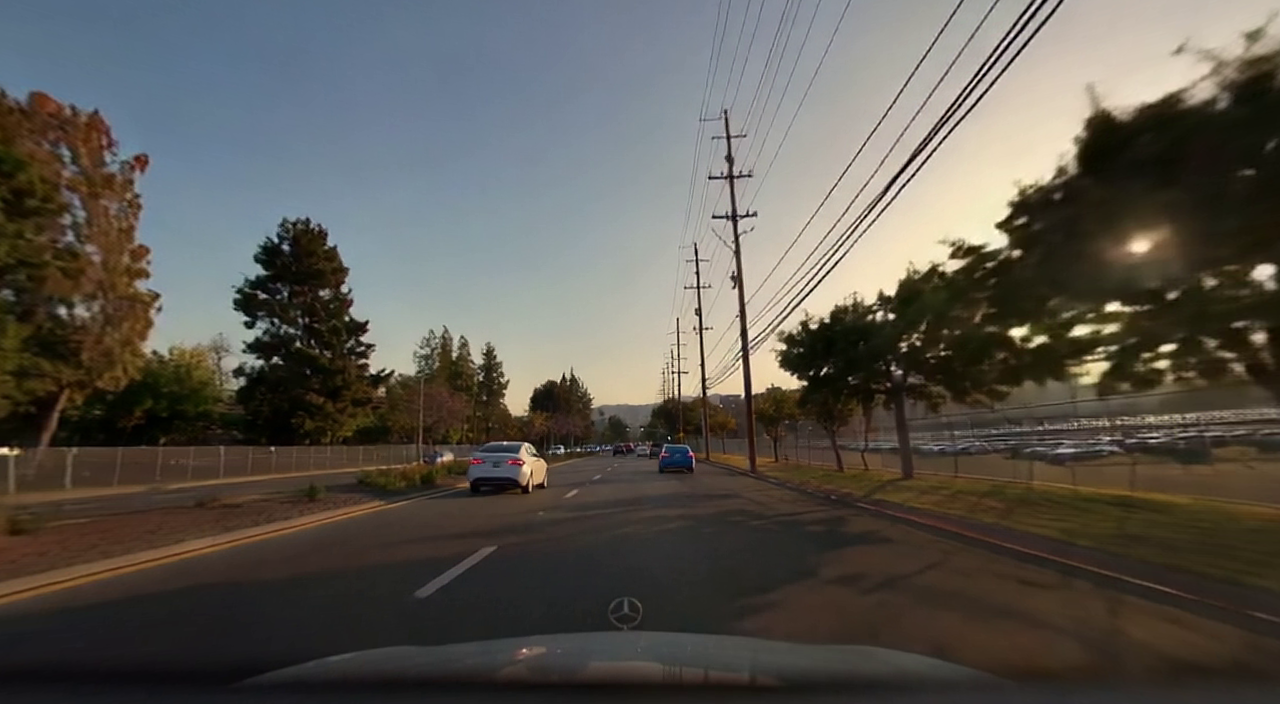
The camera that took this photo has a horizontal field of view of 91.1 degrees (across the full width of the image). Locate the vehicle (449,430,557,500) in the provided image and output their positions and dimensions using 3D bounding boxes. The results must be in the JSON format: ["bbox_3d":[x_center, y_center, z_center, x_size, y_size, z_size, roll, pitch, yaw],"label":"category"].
[{"bbox_3d":[-3.645,3.074,17.548,1.950,1.692,4.397,-1,-8,1],"label":"vehicle"}]

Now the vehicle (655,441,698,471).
[{"bbox_3d":[1.886,5.525,33.580,2.059,1.486,3.980,0,-8,0],"label":"vehicle"}]
